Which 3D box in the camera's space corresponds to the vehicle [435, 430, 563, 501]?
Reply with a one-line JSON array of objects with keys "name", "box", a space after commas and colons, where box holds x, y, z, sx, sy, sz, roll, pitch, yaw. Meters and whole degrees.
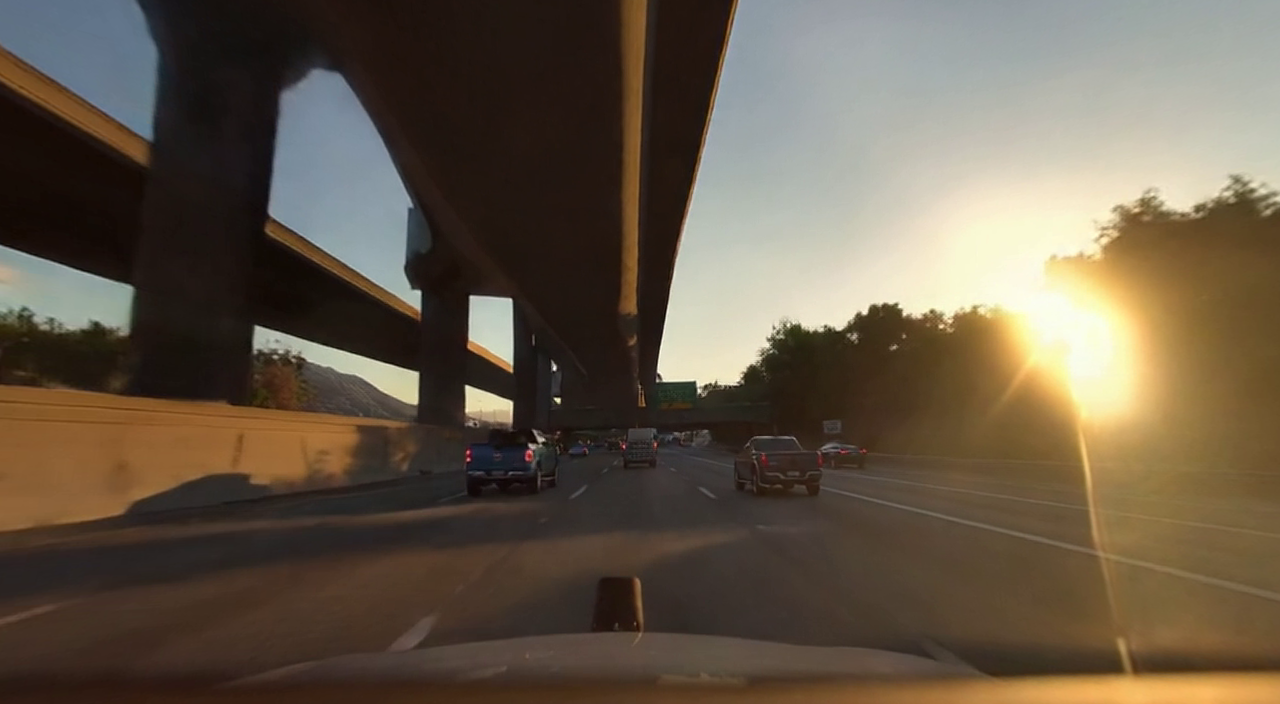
[{"name": "vehicle", "box": [-3.767, 3.164, 18.026, 2.535, 1.715, 5.030, 0, -9, -1]}]

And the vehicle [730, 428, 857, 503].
[{"name": "vehicle", "box": [3.722, 2.844, 16.174, 2.119, 1.653, 4.000, 0, -9, -2]}]

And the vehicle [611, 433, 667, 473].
[{"name": "vehicle", "box": [-0.054, 5.135, 32.239, 2.572, 1.837, 5.693, 0, -9, 0]}]
